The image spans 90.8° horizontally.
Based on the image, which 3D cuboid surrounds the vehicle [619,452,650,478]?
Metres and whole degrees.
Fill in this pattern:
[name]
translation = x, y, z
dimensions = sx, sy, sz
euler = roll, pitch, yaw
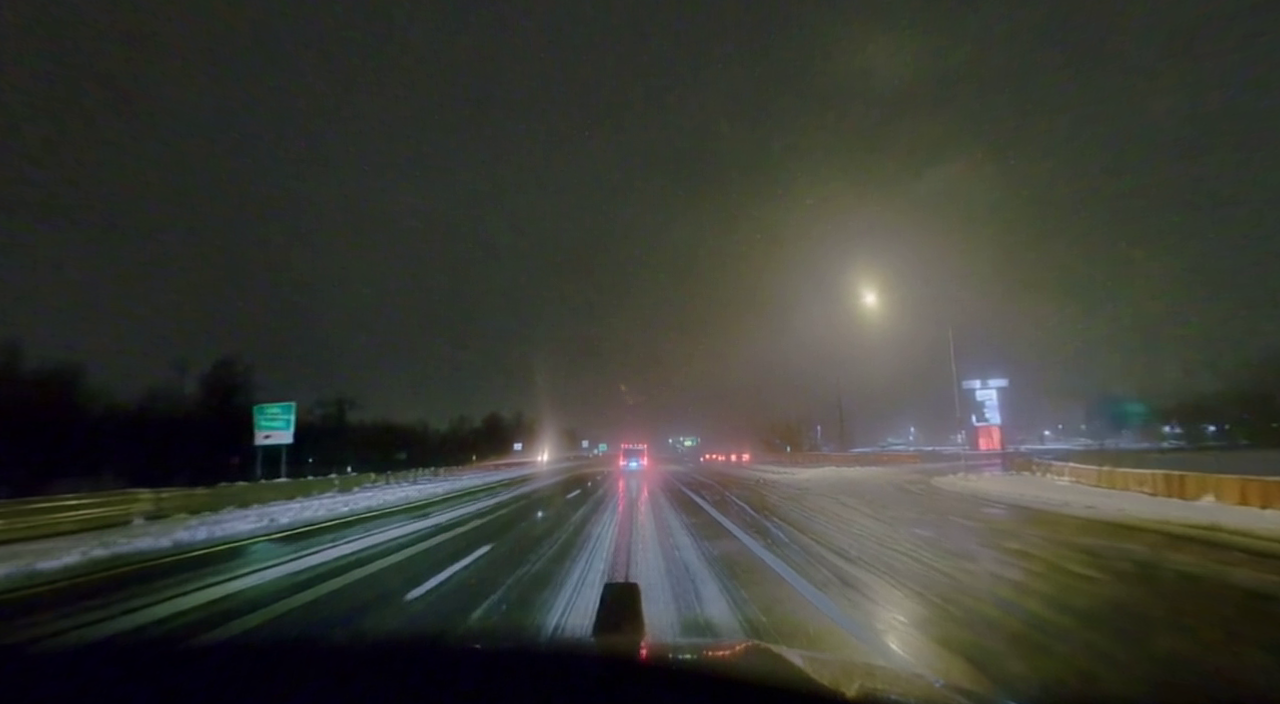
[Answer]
[vehicle]
translation = -0.286, 6.671, 37.521
dimensions = 1.695, 1.437, 3.506
euler = 0, -9, 1
